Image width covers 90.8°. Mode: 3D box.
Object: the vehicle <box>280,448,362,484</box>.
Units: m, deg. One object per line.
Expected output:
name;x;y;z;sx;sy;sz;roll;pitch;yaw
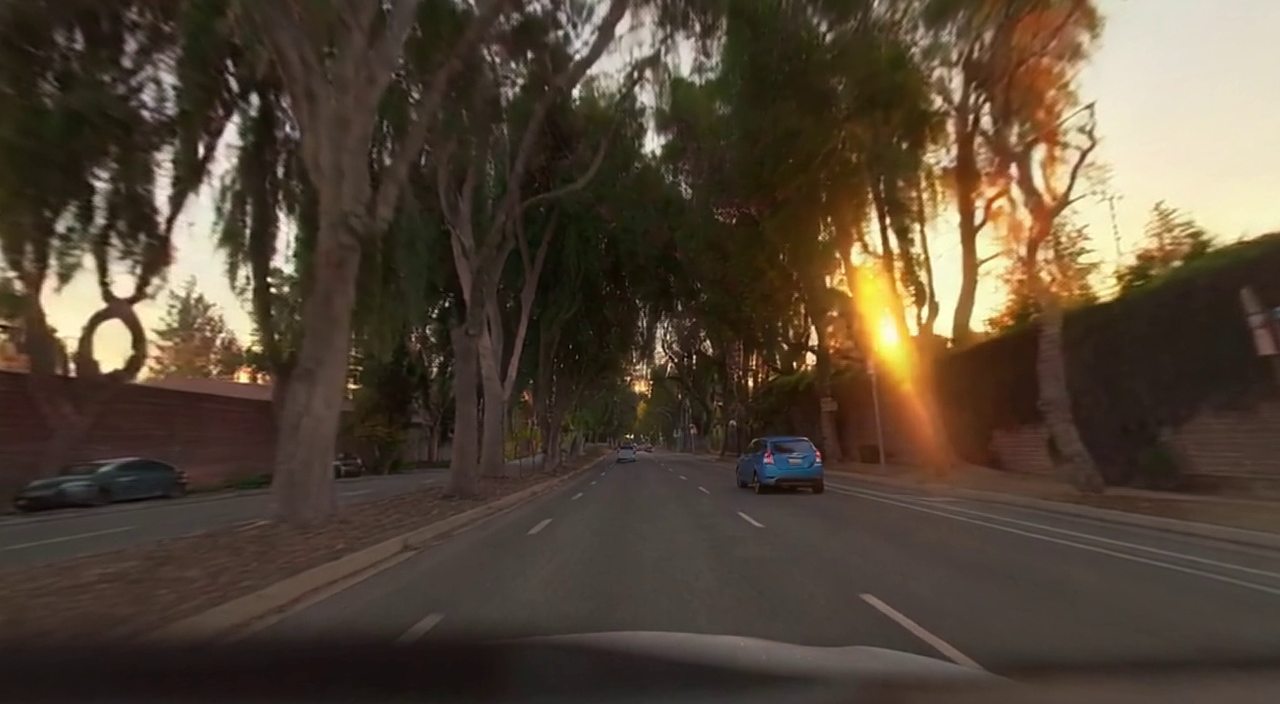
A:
vehicle;-17.161;6.120;34.310;1.983;1.786;4.756;-1;-8;0

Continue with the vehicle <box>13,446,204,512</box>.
vehicle;-17.535;4.143;21.313;2.075;1.909;5.064;0;-8;-1

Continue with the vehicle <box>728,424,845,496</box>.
vehicle;3.970;3.025;18.010;2.155;1.752;4.456;0;-8;-1
